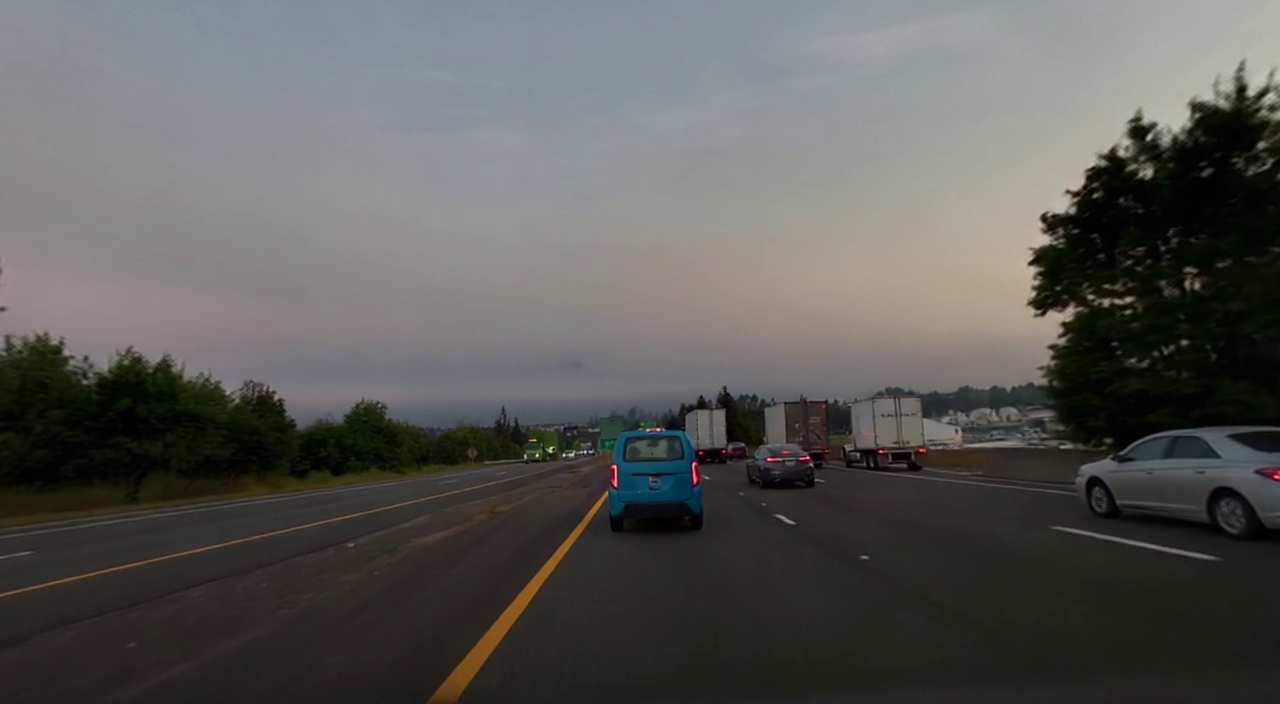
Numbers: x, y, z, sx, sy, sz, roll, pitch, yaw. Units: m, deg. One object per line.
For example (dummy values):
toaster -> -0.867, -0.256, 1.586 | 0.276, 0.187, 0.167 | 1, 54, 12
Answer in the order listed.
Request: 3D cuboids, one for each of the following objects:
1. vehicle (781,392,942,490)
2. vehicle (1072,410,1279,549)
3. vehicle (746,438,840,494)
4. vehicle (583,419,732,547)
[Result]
vehicle -> 8.526, 3.736, 26.094 | 2.799, 3.188, 10.578 | -1, -9, 0
vehicle -> 8.690, 1.741, 8.955 | 1.913, 1.652, 4.384 | -1, -9, 1
vehicle -> 4.476, 3.382, 18.930 | 1.859, 1.512, 3.711 | 0, -9, 0
vehicle -> 0.232, 1.992, 10.058 | 1.965, 1.664, 3.428 | -1, -9, 0
